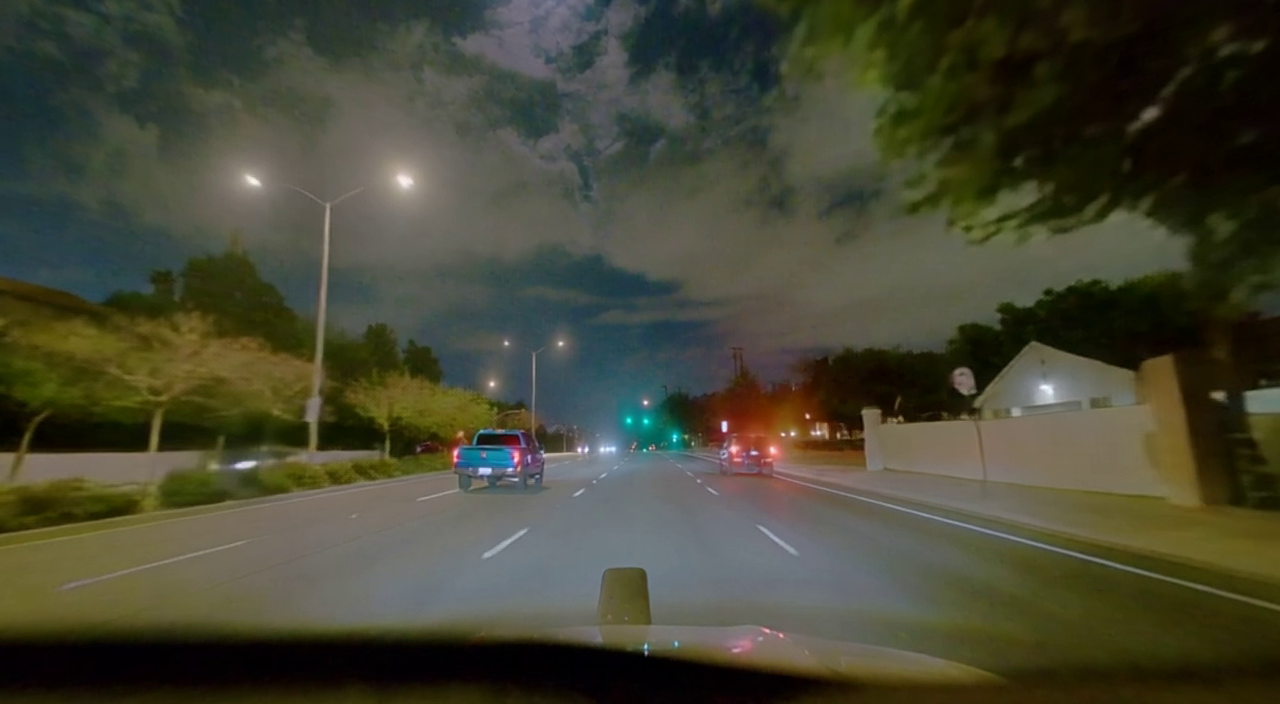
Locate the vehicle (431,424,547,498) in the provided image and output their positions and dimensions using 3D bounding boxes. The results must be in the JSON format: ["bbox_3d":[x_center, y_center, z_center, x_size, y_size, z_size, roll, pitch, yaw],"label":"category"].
[{"bbox_3d":[-3.951,2.941,17.426,2.002,1.747,4.728,0,-8,0],"label":"vehicle"}]

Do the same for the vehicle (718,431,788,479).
[{"bbox_3d":[4.390,4.073,25.219,2.016,1.736,4.356,0,-8,0],"label":"vehicle"}]

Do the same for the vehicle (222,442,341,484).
[{"bbox_3d":[-13.545,4.195,24.160,1.893,1.456,4.356,0,-9,2],"label":"vehicle"}]
